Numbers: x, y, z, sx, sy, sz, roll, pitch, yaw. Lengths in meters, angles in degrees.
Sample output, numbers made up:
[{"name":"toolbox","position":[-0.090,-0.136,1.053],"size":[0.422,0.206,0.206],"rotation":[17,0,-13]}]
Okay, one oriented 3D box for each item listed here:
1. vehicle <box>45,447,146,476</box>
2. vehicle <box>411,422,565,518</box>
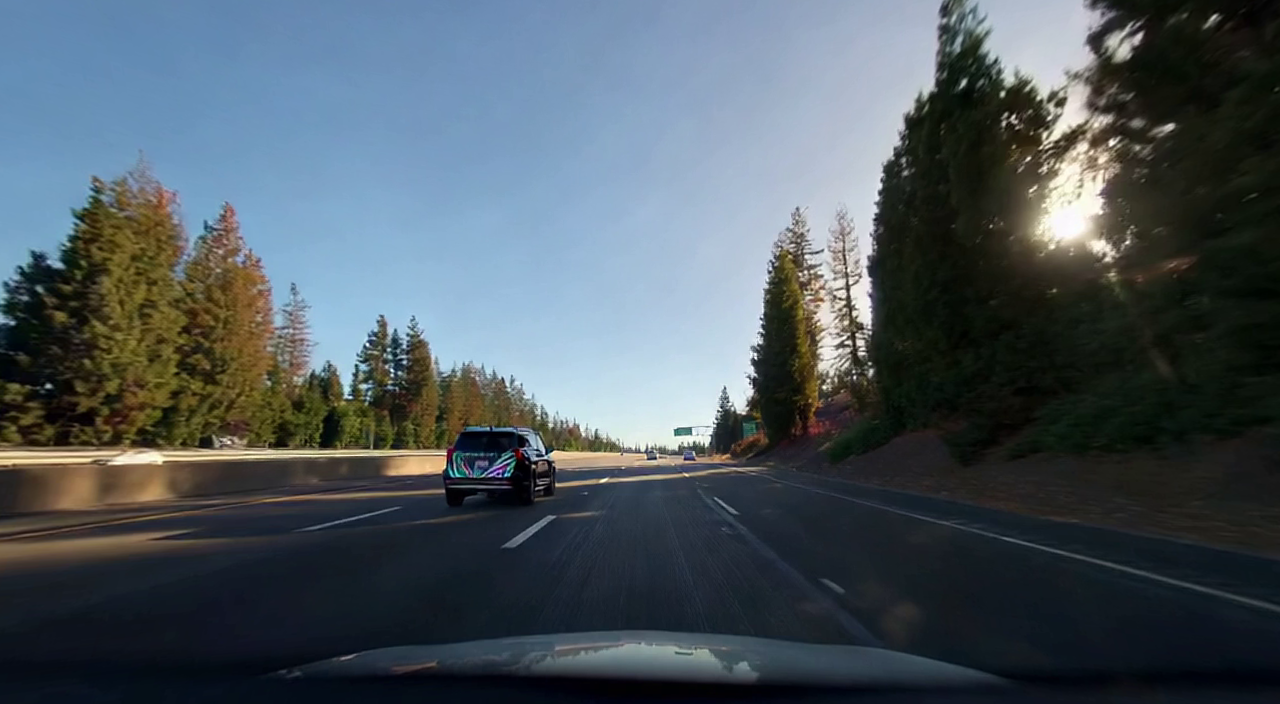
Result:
[{"name":"vehicle","position":[-31.490,6.324,36.644],"size":[1.816,1.529,4.414],"rotation":[0,-8,2]},{"name":"vehicle","position":[-3.175,2.595,14.393],"size":[2.183,1.803,4.685],"rotation":[0,-8,2]}]
